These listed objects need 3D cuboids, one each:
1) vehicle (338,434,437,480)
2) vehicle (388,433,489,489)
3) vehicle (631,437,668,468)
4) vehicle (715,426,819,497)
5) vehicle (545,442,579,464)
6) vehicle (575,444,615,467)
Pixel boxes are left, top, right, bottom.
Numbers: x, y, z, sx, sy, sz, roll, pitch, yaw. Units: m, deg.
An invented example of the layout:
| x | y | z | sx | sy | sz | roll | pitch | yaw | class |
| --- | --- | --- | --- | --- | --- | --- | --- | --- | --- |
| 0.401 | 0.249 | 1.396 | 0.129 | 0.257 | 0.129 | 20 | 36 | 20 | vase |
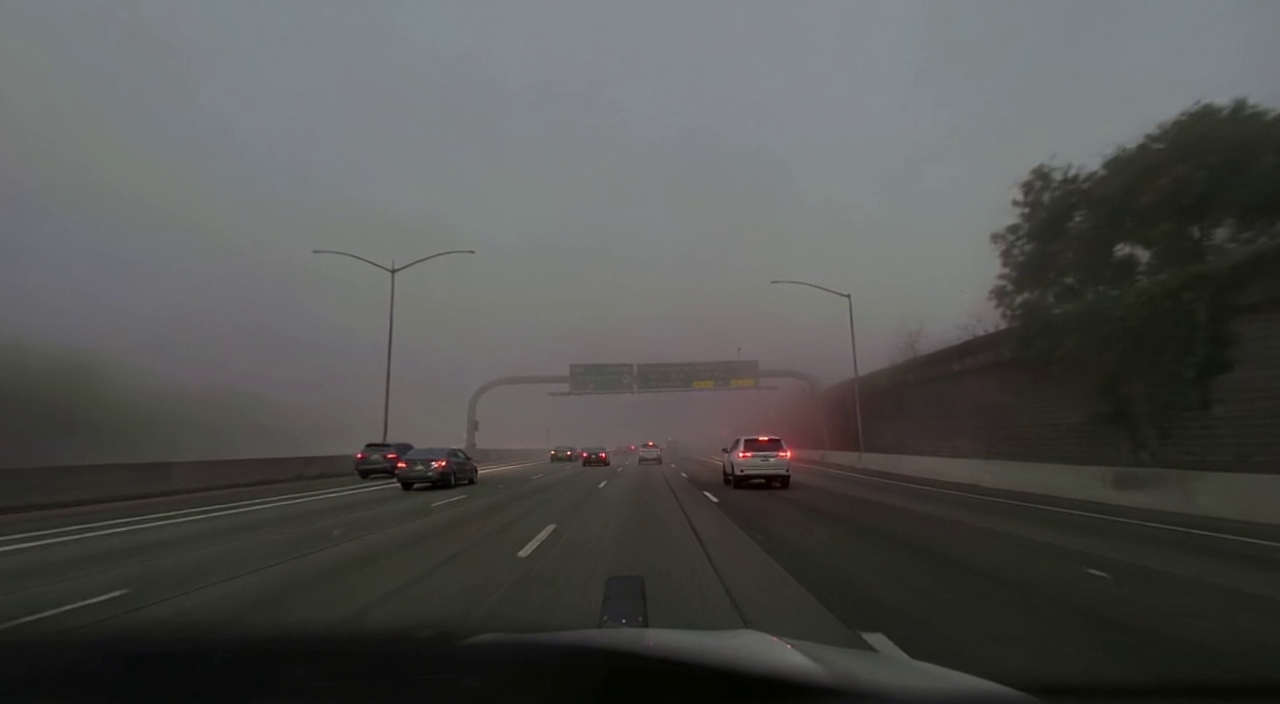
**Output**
| x | y | z | sx | sy | sz | roll | pitch | yaw | class |
| --- | --- | --- | --- | --- | --- | --- | --- | --- | --- |
| -11.298 | 4.734 | 28.765 | 2.292 | 1.848 | 5.285 | 0 | -8 | 1 | vehicle |
| -6.579 | 3.596 | 21.117 | 1.946 | 1.688 | 4.019 | 0 | -8 | 1 | vehicle |
| 0.599 | 6.090 | 38.296 | 2.133 | 1.739 | 3.925 | 0 | -8 | 1 | vehicle |
| 3.573 | 3.195 | 18.736 | 2.083 | 1.823 | 4.627 | 0 | -8 | -1 | vehicle |
| -5.971 | 7.750 | 48.646 | 1.992 | 1.604 | 3.966 | 0 | -8 | 1 | vehicle |
| -2.886 | 6.811 | 41.605 | 2.205 | 1.406 | 4.286 | 0 | -8 | 2 | vehicle |
